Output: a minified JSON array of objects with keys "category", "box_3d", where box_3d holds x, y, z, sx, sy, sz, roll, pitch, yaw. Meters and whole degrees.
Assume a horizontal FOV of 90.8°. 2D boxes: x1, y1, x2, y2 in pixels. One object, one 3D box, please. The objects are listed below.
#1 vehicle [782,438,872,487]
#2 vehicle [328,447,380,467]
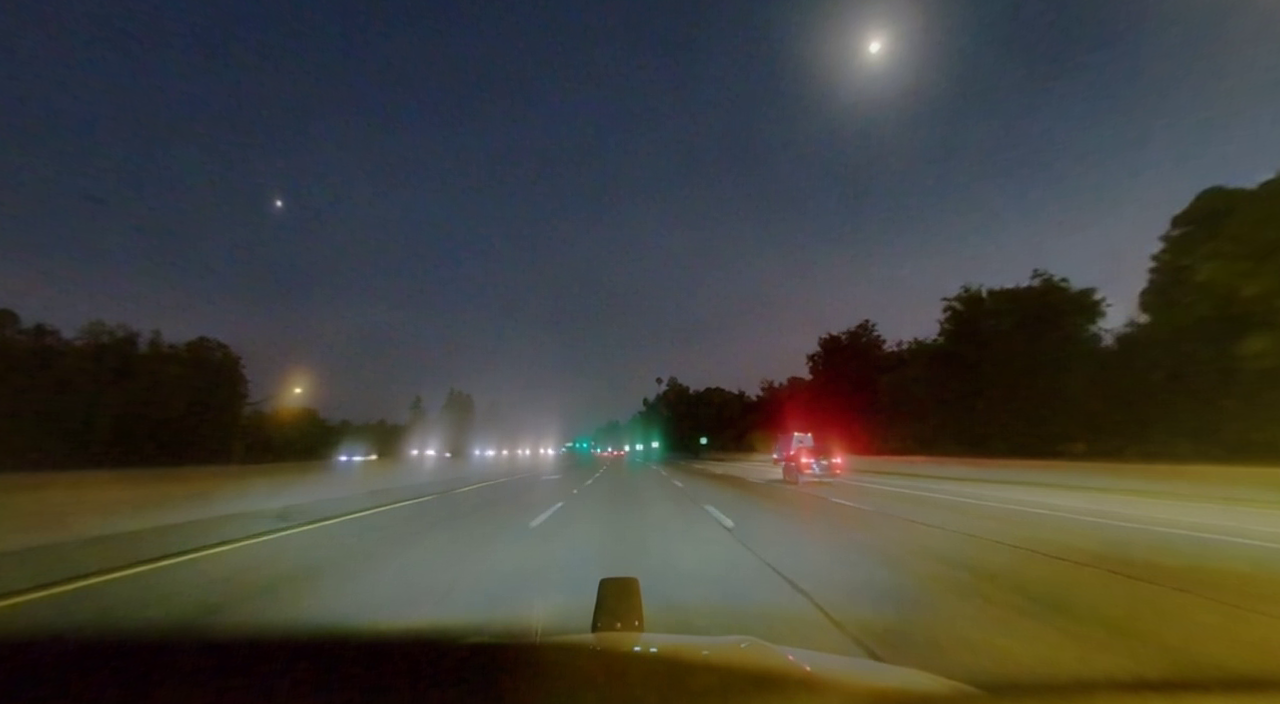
[{"category":"vehicle","box_3d":[6.945,4.143,23.924,2.081,1.705,3.926,0,-9,-1]},{"category":"vehicle","box_3d":[-21.735,8.019,48.225,1.818,1.445,4.678,0,-9,-1]}]
